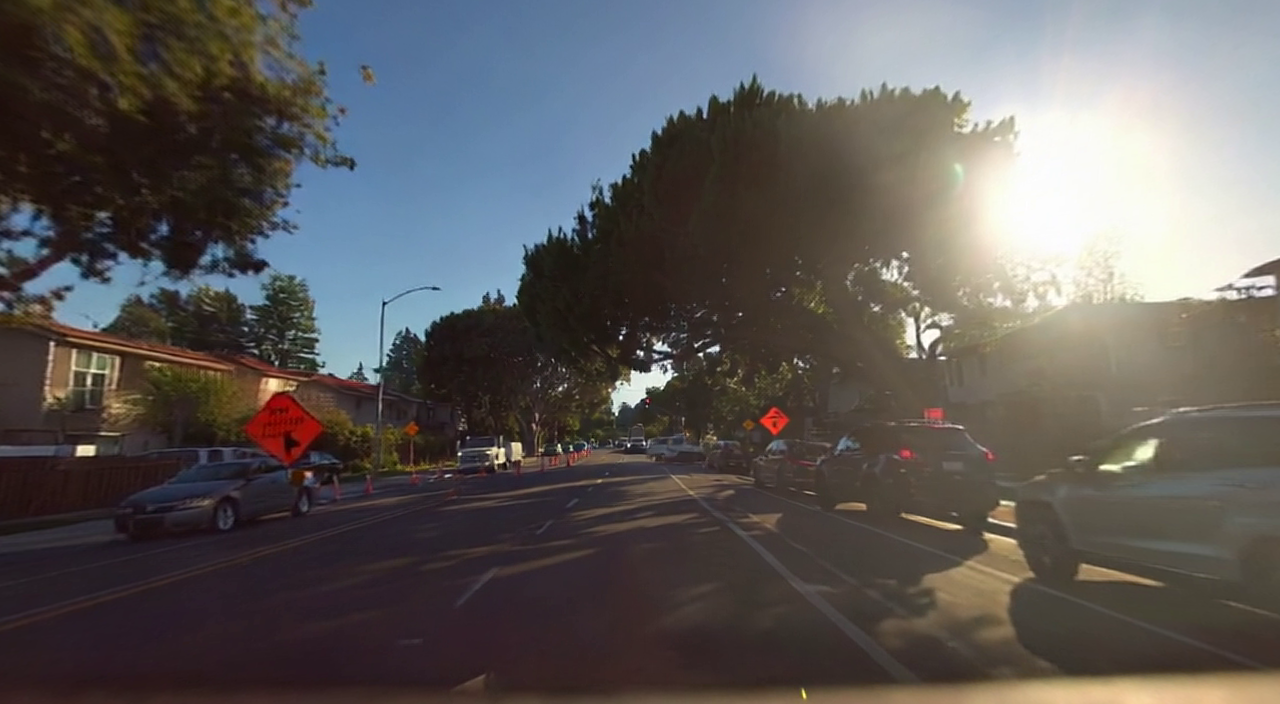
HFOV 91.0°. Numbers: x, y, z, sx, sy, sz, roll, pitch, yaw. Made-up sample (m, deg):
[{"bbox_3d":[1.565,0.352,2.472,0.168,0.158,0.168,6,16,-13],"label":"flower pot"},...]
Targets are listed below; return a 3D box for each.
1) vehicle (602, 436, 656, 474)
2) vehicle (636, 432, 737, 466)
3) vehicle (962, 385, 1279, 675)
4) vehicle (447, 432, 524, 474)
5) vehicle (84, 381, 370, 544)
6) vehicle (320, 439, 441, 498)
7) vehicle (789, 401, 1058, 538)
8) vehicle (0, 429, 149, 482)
[{"bbox_3d":[-0.388,4.363,26.935,2.151,1.481,4.084,0,-8,1],"label":"vehicle"},{"bbox_3d":[2.687,5.667,37.073,5.503,1.853,2.218,-5,-10,31],"label":"vehicle"},{"bbox_3d":[4.940,1.246,4.990,2.225,1.715,4.755,0,-8,0],"label":"vehicle"},{"bbox_3d":[-8.299,5.504,34.578,2.659,2.047,6.014,0,-8,0],"label":"vehicle"},{"bbox_3d":[-7.647,2.089,12.411,2.526,2.631,4.228,0,-8,2],"label":"vehicle"},{"bbox_3d":[-8.096,3.644,20.166,2.036,1.676,4.440,0,-8,-1],"label":"vehicle"},{"bbox_3d":[4.767,2.119,12.032,2.279,1.946,5.925,0,-8,-1],"label":"vehicle"},{"bbox_3d":[-23.152,4.191,25.668,4.491,2.031,2.045,0,-8,1],"label":"vehicle"}]
